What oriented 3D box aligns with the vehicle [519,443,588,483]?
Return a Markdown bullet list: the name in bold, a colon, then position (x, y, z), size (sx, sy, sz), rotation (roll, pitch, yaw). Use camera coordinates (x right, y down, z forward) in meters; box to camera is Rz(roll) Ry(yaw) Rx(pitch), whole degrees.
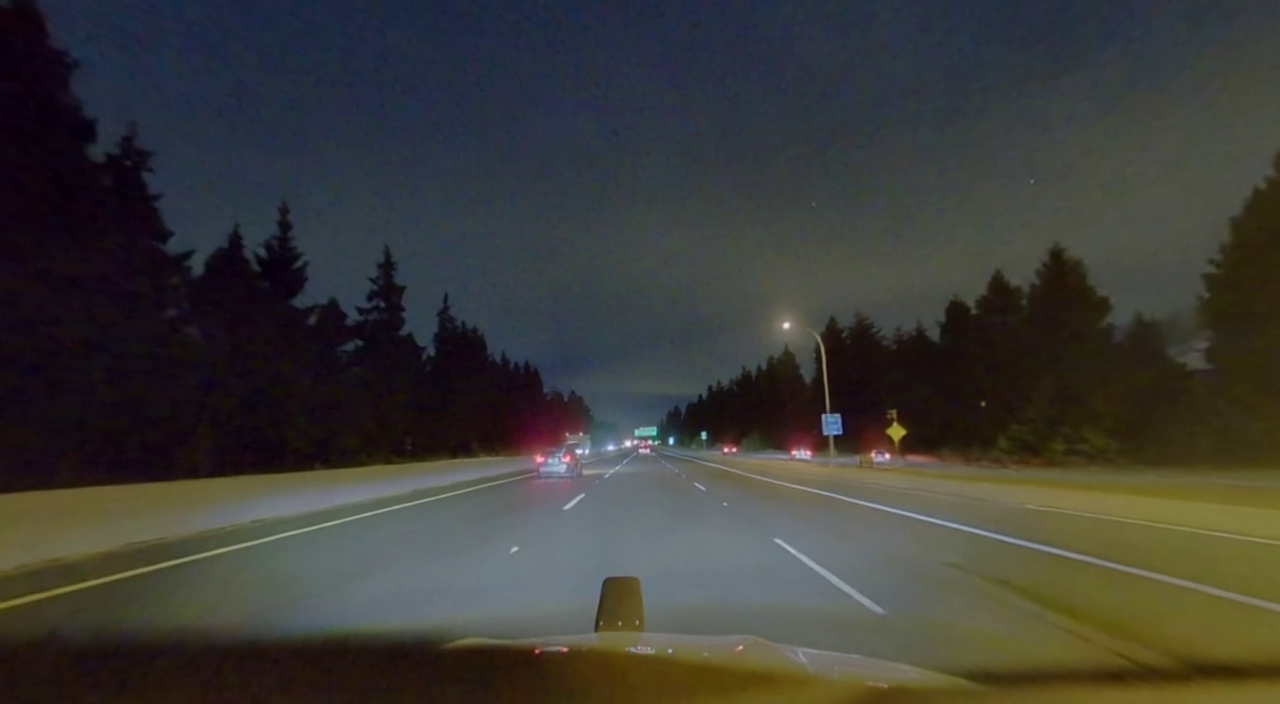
- **vehicle**: position (-3.483, 4.593, 26.308), size (2.162, 1.493, 4.583), rotation (-1, -9, 1)
